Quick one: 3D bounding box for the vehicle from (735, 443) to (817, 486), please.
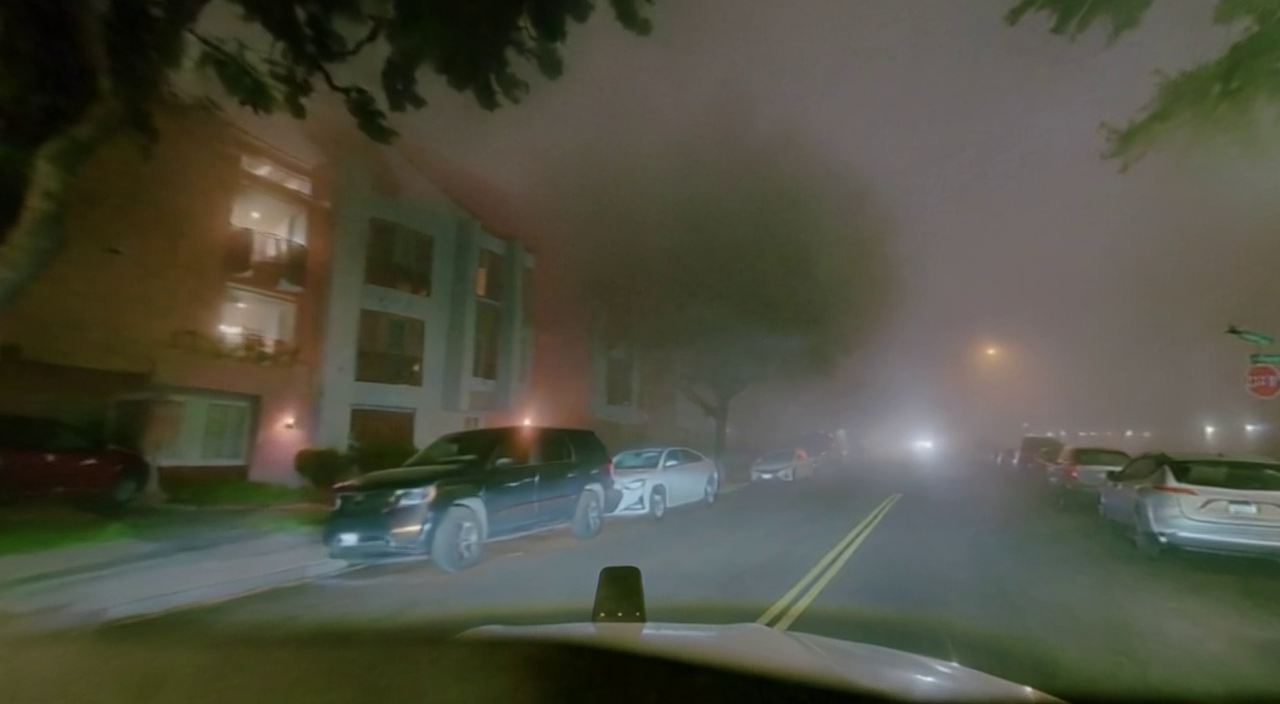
[{"bbox_3d":[5.260,4.208,23.994,1.921,1.463,4.313,-4,-9,28],"label":"vehicle"}]

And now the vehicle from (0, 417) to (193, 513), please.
[{"bbox_3d":[-10.556,1.889,10.781,1.812,1.458,4.714,-1,-9,12],"label":"vehicle"}]

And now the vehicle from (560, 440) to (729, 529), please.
[{"bbox_3d":[0.322,2.660,13.514,1.902,1.478,4.696,-4,-8,23],"label":"vehicle"}]

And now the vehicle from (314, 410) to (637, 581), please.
[{"bbox_3d":[-1.896,1.841,9.039,1.946,1.744,4.584,-4,-9,24],"label":"vehicle"}]

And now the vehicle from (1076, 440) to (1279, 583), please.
[{"bbox_3d":[7.613,1.936,8.475,2.084,1.441,4.402,-3,-9,24],"label":"vehicle"}]

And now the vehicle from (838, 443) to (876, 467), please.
[{"bbox_3d":[14.591,6.847,42.328,1.939,1.513,4.401,-3,-9,24],"label":"vehicle"}]

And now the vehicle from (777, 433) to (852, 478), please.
[{"bbox_3d":[8.295,4.794,29.609,2.229,1.869,5.791,-5,-9,26],"label":"vehicle"}]
